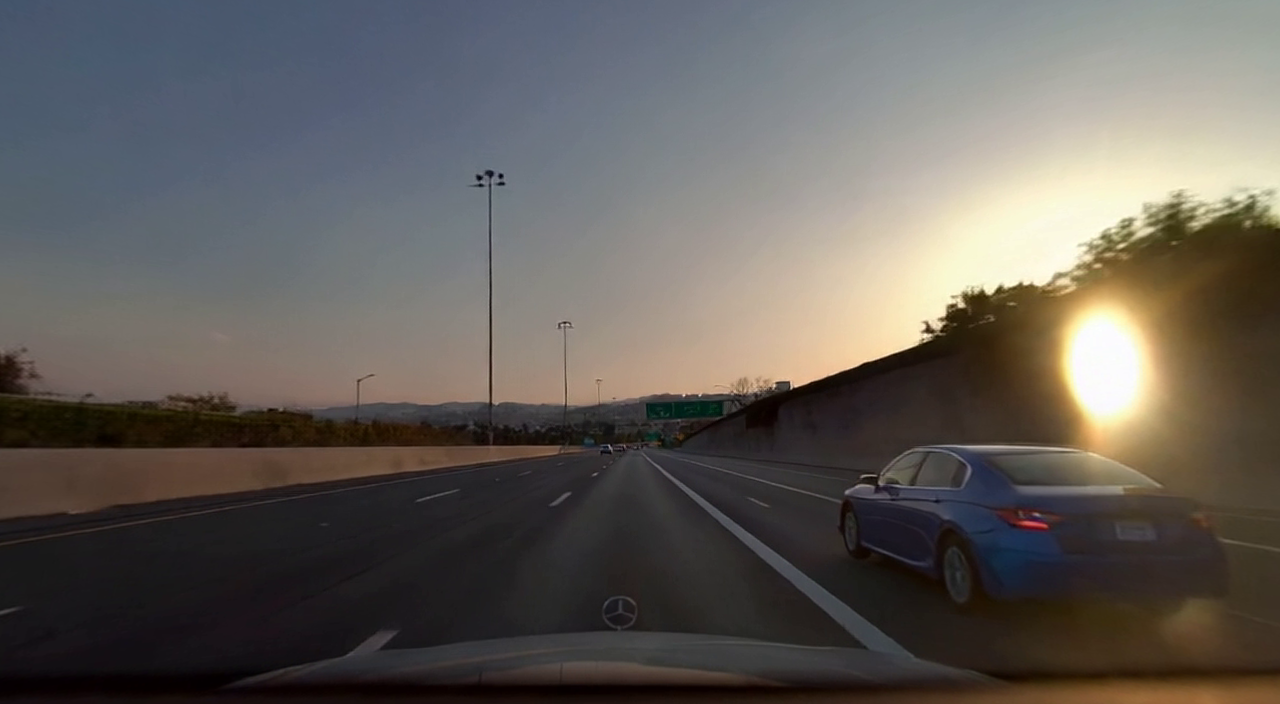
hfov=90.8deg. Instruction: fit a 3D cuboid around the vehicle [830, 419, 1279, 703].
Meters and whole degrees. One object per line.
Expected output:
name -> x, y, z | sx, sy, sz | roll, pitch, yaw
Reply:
vehicle -> 3.487, 1.449, 5.717 | 1.989, 1.479, 4.670 | 0, -8, -1
